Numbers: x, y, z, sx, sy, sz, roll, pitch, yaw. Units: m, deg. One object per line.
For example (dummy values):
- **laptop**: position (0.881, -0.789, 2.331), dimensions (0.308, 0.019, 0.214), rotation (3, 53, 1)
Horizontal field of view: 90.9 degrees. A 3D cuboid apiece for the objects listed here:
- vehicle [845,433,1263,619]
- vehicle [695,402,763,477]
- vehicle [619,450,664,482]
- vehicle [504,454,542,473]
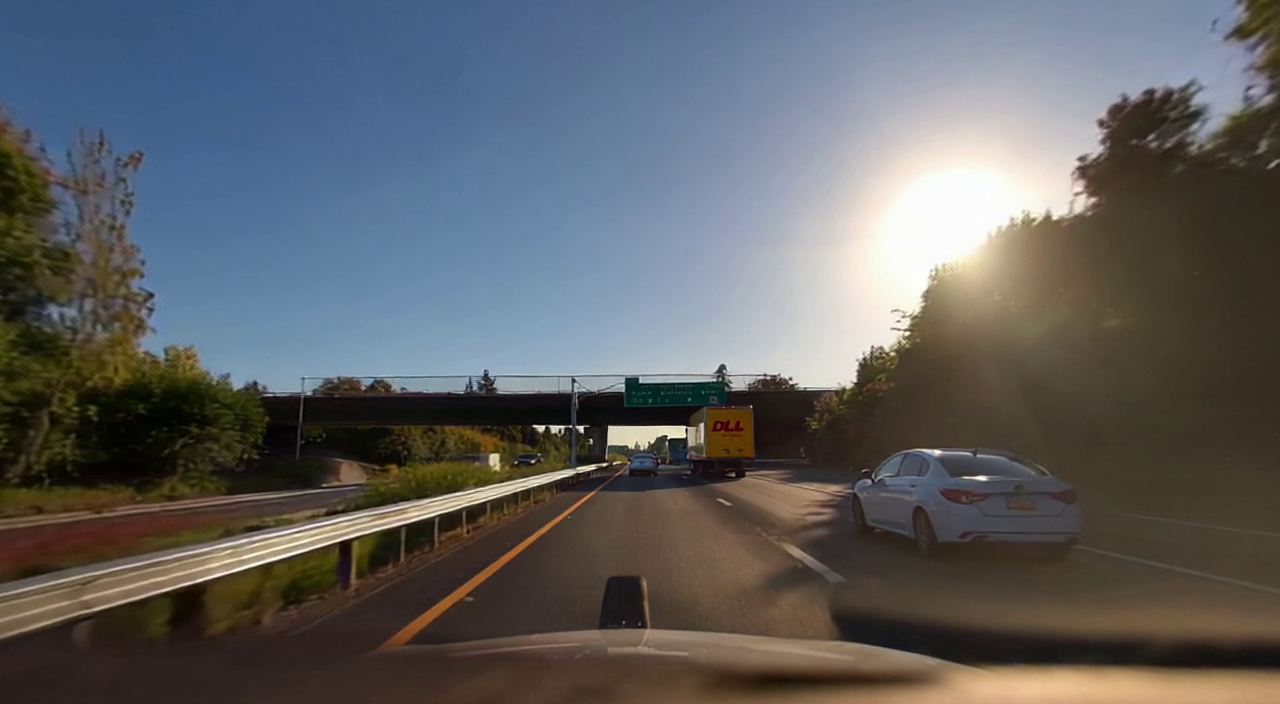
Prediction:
- **vehicle**: position (3.986, 1.709, 7.156), dimensions (1.894, 1.452, 4.164), rotation (0, -9, 0)
- **vehicle**: position (5.069, 5.271, 37.693), dimensions (2.838, 3.985, 8.010), rotation (0, -9, 0)
- **vehicle**: position (0.064, 5.494, 30.708), dimensions (2.055, 1.445, 3.661), rotation (0, -9, 0)
- **vehicle**: position (-9.187, 8.751, 49.689), dimensions (1.937, 1.415, 4.356), rotation (-1, -9, 4)
